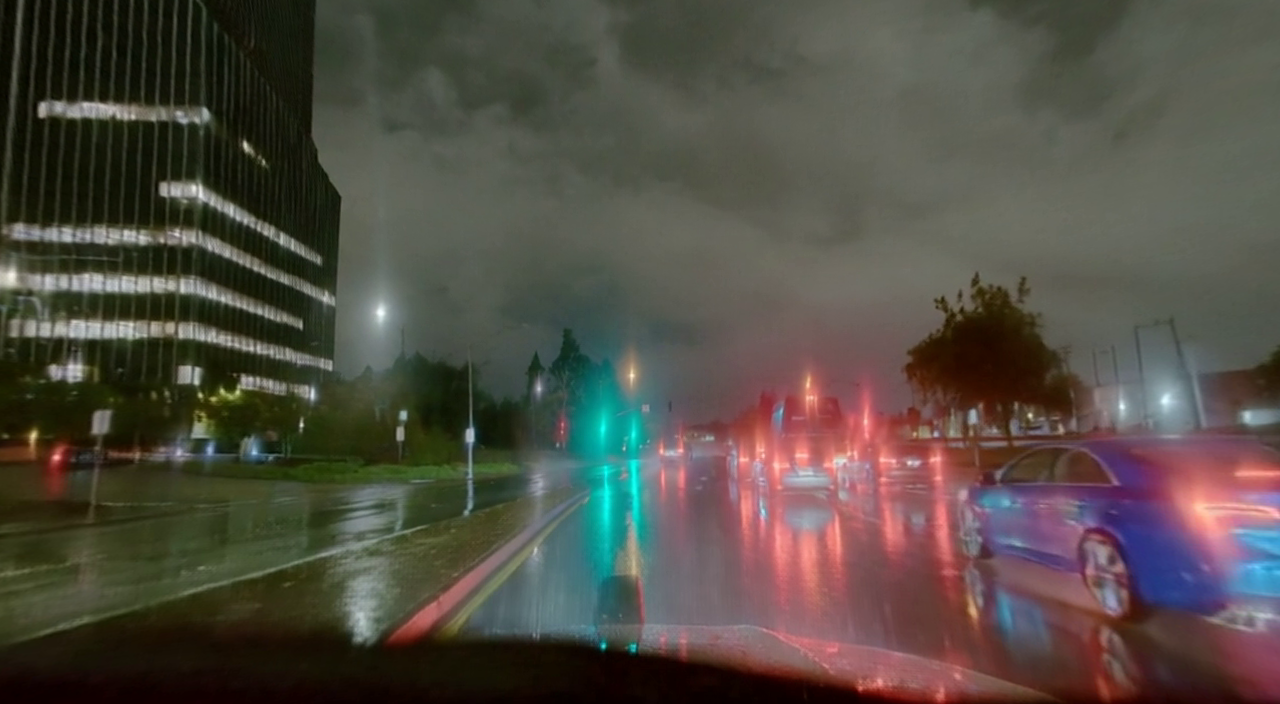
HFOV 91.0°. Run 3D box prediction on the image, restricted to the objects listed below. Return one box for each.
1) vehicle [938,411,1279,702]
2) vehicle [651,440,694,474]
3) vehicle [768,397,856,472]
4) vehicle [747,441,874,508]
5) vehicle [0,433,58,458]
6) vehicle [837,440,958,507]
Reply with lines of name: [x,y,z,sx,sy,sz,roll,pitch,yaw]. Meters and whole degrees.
vehicle: [4.784,1.495,5.908,2.089,1.609,4.922,-1,-9,7]
vehicle: [1.848,5.687,34.283,2.121,1.728,4.161,-1,-9,6]
vehicle: [9.678,5.003,37.260,3.128,3.616,13.736,-1,-9,8]
vehicle: [4.354,3.197,16.863,2.183,1.553,3.923,0,-9,-2]
vehicle: [-44.862,6.675,44.845,4.600,1.700,1.957,1,-9,-4]
vehicle: [6.957,3.285,17.509,1.983,1.628,3.885,-1,-9,5]
